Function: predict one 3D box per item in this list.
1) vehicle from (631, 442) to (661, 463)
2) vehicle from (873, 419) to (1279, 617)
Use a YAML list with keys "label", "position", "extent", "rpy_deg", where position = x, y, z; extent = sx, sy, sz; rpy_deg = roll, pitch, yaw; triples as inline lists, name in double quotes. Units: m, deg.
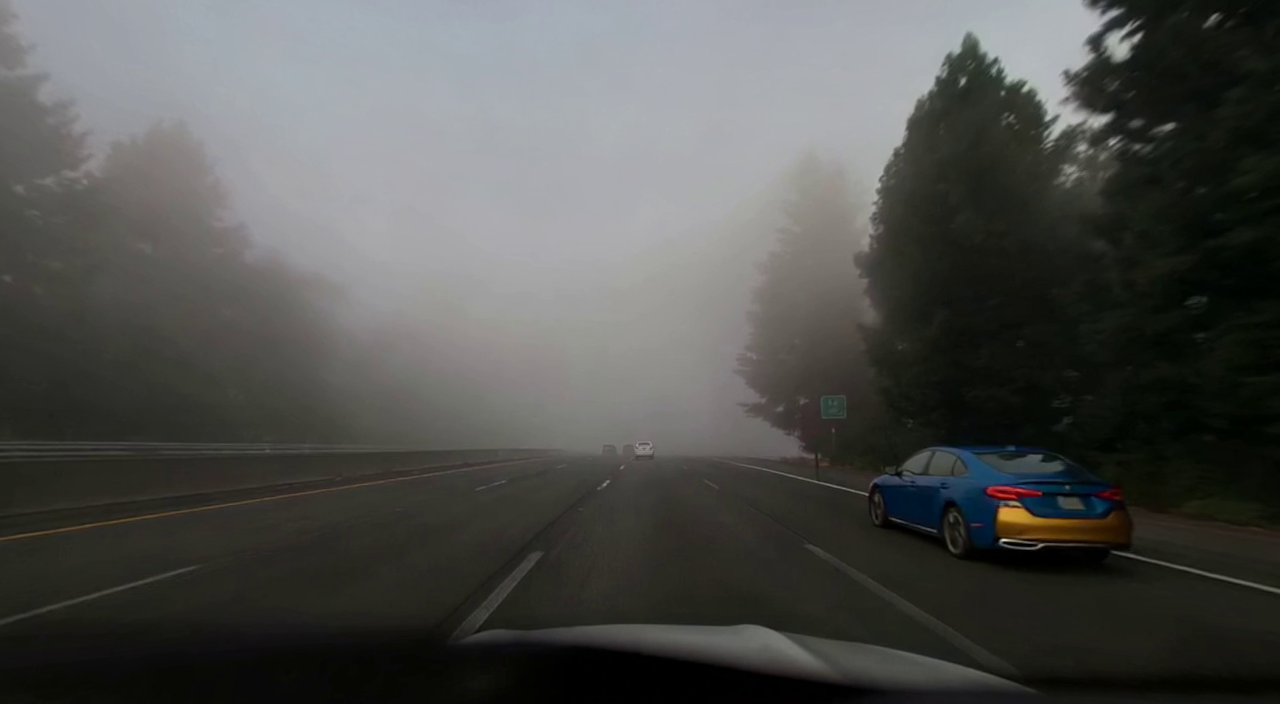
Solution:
- label: "vehicle"
  position: [0.420, 7.244, 45.571]
  extent: [2.052, 1.449, 3.857]
  rpy_deg: [0, -8, 0]
- label: "vehicle"
  position: [4.599, 1.635, 7.253]
  extent: [2.008, 1.524, 4.598]
  rpy_deg: [0, -8, 0]
